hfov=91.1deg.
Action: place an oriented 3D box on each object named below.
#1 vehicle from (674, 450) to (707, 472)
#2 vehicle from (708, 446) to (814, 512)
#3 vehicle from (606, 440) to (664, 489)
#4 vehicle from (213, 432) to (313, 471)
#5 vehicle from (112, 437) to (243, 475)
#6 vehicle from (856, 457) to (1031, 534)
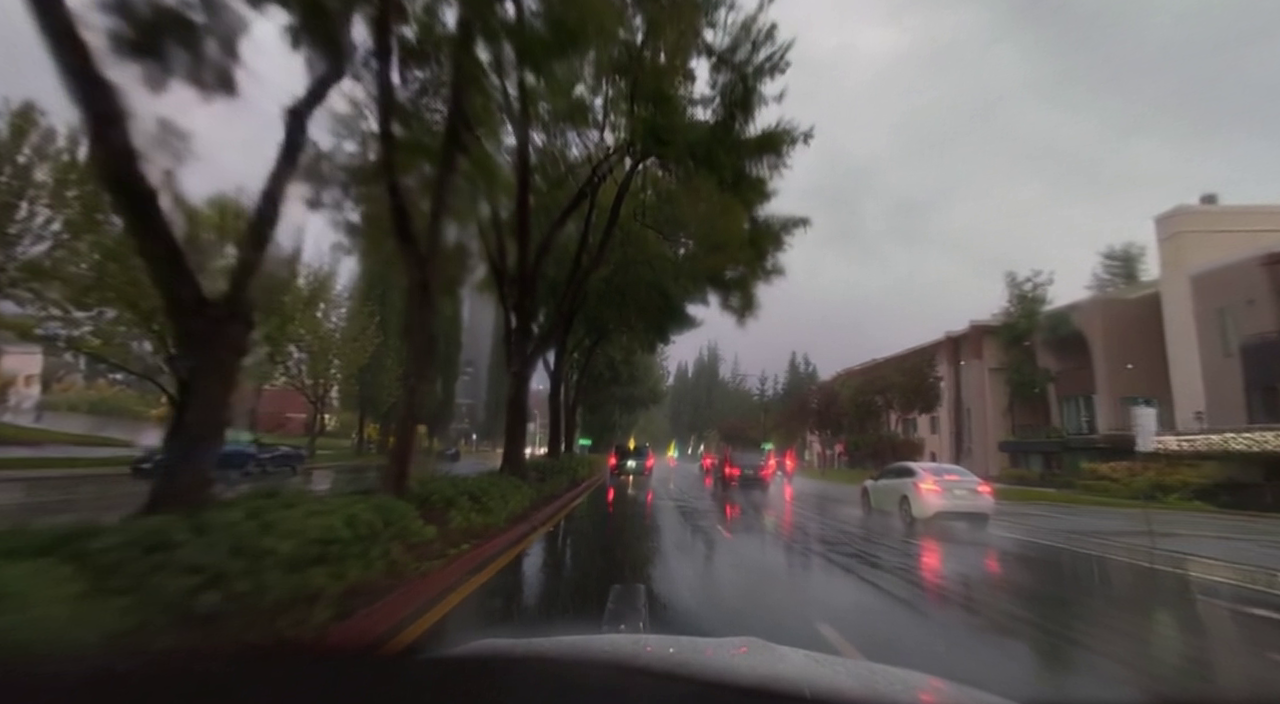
[{"bbox_3d":[3.566,7.778,45.064,2.012,1.462,4.163,0,-9,-1],"label":"vehicle"},{"bbox_3d":[3.033,3.288,16.732,1.932,1.510,4.168,0,-9,-1],"label":"vehicle"},{"bbox_3d":[-0.154,4.204,23.811,2.008,1.674,4.239,0,-9,0],"label":"vehicle"},{"bbox_3d":[-19.093,5.074,32.106,2.043,1.707,4.798,3,-9,0],"label":"vehicle"},{"bbox_3d":[-19.009,4.302,26.110,1.905,1.428,4.637,0,-9,0],"label":"vehicle"},{"bbox_3d":[6.800,3.215,14.694,1.944,1.458,4.268,0,-9,0],"label":"vehicle"}]
